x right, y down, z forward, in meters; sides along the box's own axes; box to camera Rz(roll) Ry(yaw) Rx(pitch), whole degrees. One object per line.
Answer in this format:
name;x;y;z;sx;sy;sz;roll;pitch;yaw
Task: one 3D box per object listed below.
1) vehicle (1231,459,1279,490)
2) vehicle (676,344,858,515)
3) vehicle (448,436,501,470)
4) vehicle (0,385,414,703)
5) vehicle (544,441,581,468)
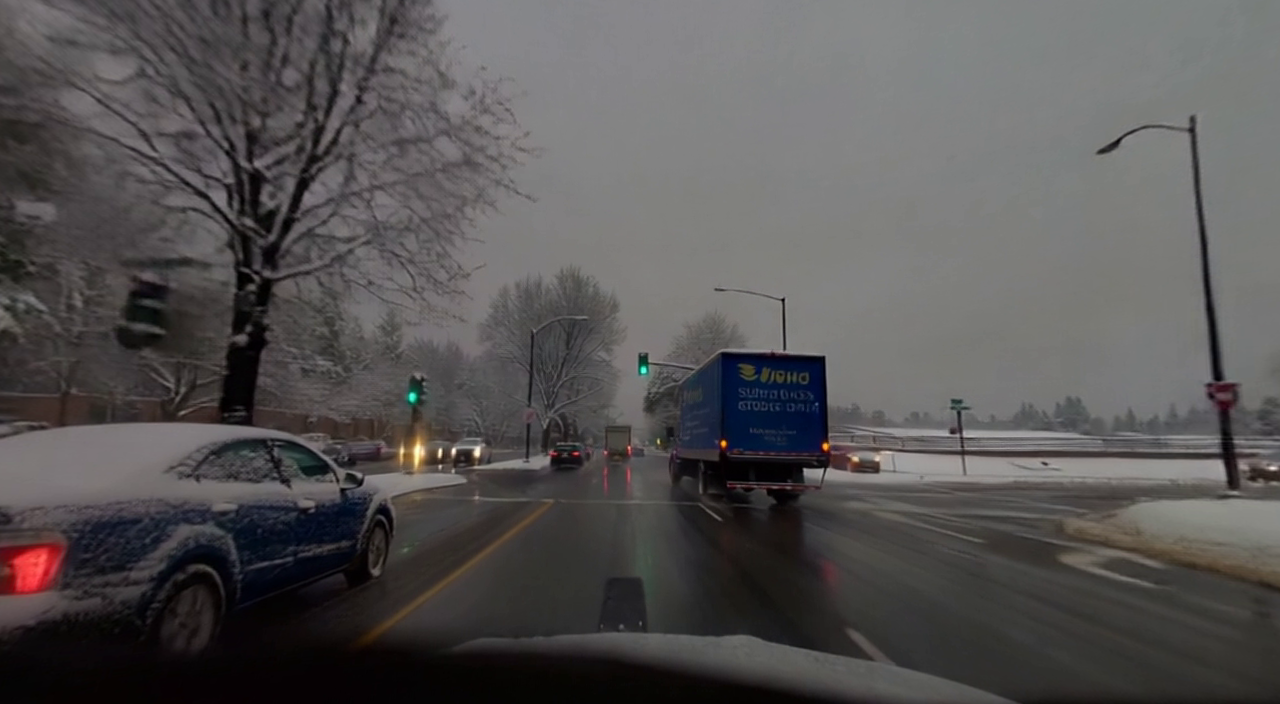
vehicle;47.157;9.033;46.499;5.091;2.041;2.327;2;-9;-15
vehicle;2.970;2.275;17.758;2.905;3.644;8.441;0;-9;-3
vehicle;-9.701;5.986;37.259;2.374;1.863;4.751;1;-9;-7
vehicle;-3.243;1.154;4.076;1.828;1.515;4.422;0;-9;1
vehicle;-5.415;7.229;44.511;2.388;1.811;4.455;1;-9;-4
